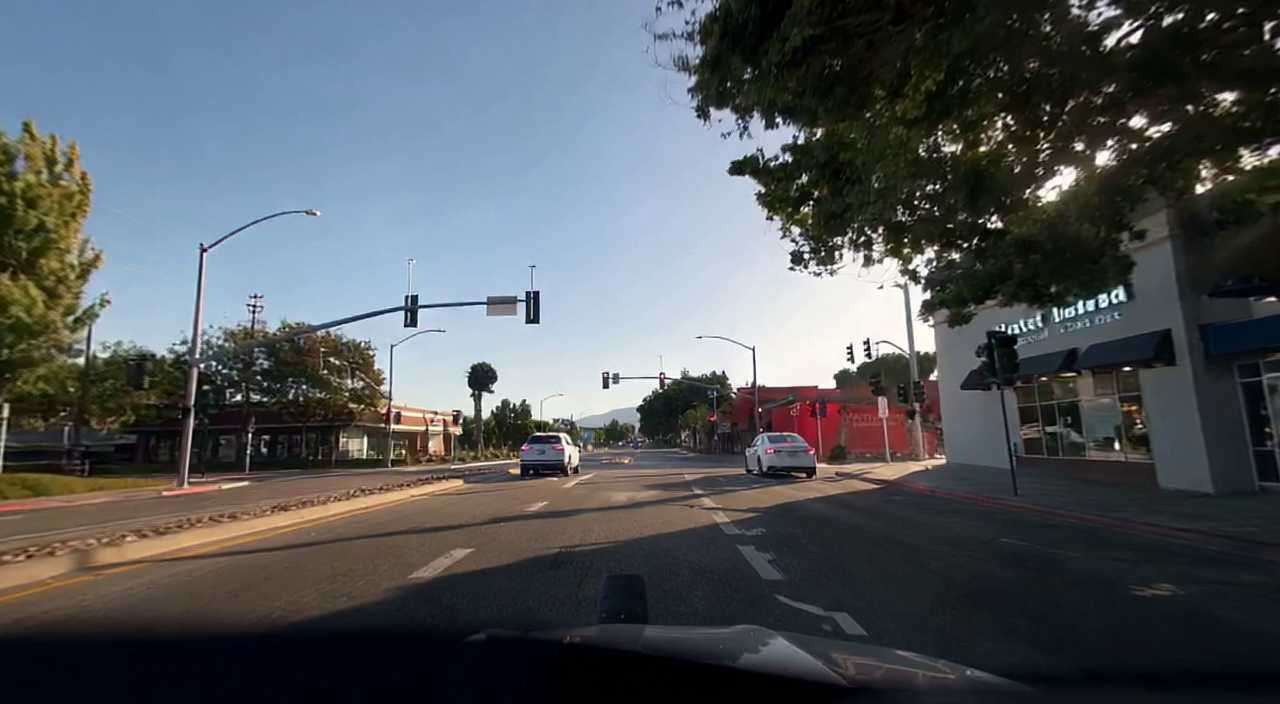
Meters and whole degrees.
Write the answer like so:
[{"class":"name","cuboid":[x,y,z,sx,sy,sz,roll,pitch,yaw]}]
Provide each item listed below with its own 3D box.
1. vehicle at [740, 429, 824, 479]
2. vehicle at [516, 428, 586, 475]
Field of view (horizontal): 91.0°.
[{"class":"vehicle","cuboid":[5.033,3.703,23.054,2.039,1.655,4.495,0,-9,0]},{"class":"vehicle","cuboid":[-3.300,3.786,24.121,1.947,1.627,4.248,0,-9,1]}]
